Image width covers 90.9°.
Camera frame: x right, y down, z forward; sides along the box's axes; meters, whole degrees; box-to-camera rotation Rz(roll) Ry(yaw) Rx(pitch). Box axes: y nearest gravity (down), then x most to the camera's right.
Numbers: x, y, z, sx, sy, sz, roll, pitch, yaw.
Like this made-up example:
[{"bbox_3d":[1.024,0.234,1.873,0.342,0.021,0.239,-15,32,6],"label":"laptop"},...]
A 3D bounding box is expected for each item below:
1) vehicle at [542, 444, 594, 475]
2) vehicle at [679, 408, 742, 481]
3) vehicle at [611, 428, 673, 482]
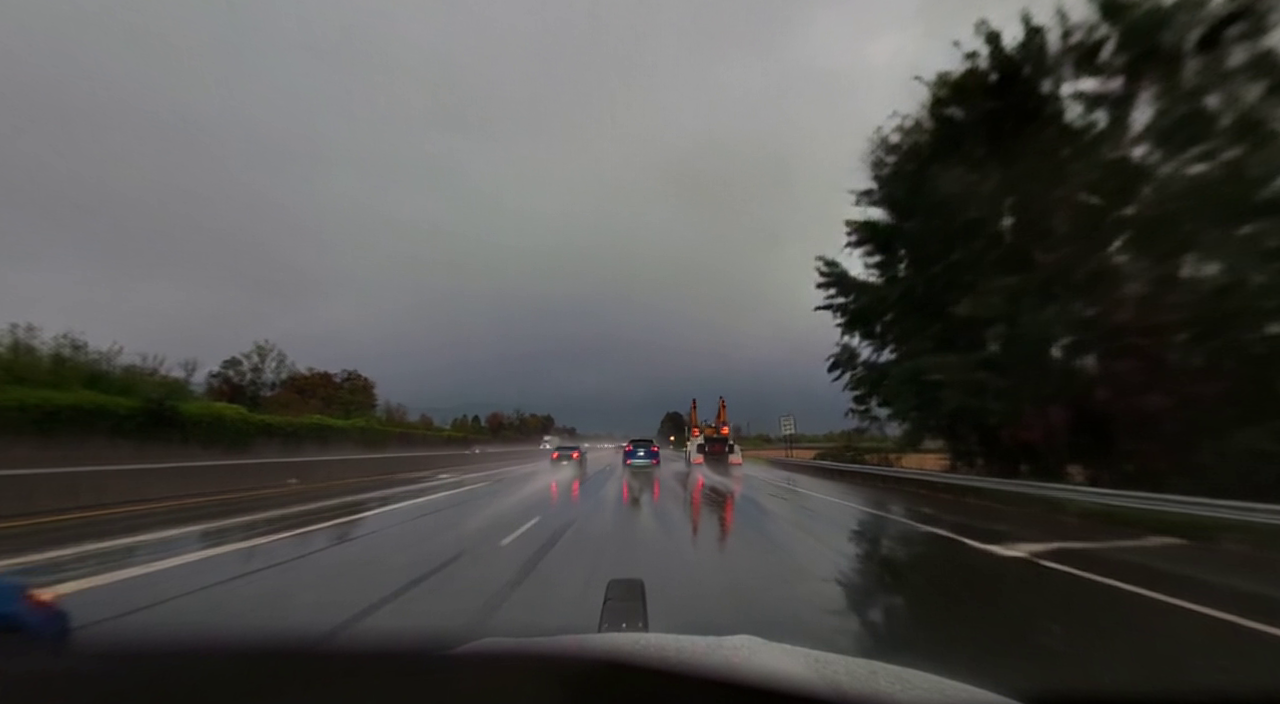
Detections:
[{"bbox_3d":[-3.601,5.471,32.441,2.096,1.469,4.319,0,-8,1],"label":"vehicle"},{"bbox_3d":[4.026,5.575,38.193,2.793,3.828,9.580,0,-8,1],"label":"vehicle"},{"bbox_3d":[0.083,4.208,25.960,2.308,1.993,4.631,0,-8,1],"label":"vehicle"}]
